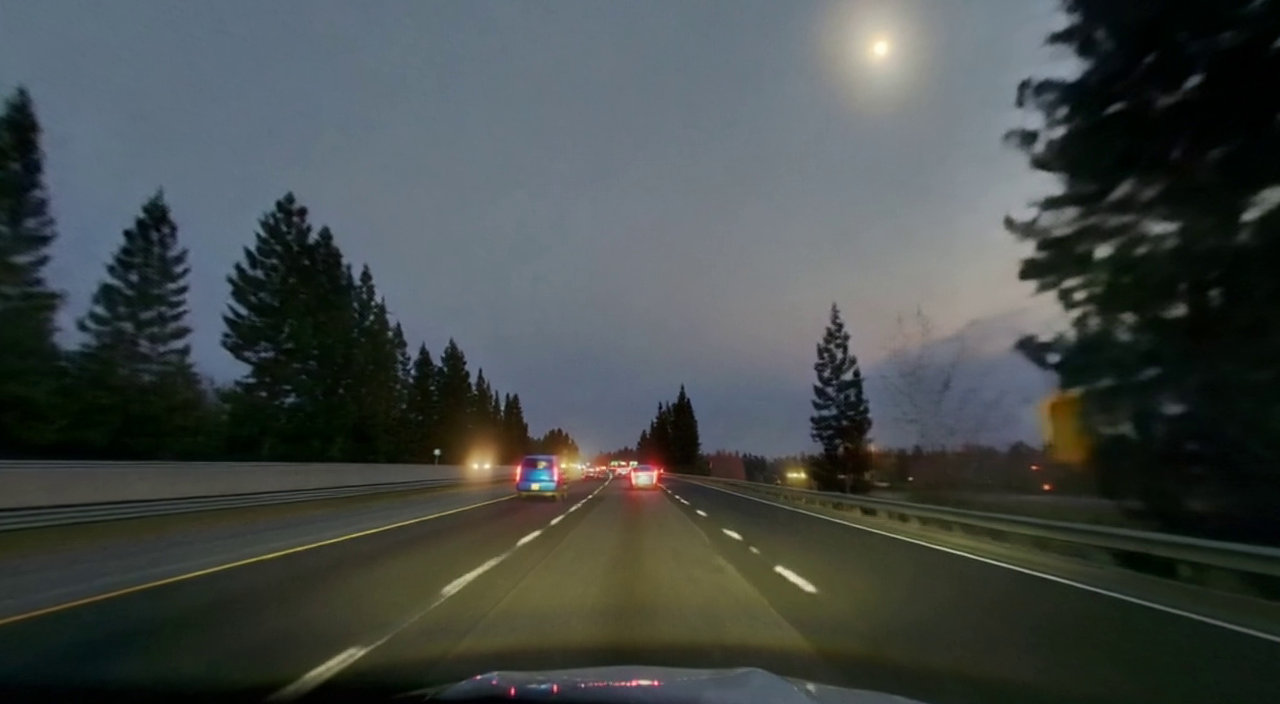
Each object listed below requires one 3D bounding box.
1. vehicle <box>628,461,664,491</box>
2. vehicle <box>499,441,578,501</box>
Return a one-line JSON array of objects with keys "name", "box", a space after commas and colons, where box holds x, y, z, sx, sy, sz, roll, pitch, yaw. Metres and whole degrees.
[{"name": "vehicle", "box": [0.304, 7.044, 35.930, 1.905, 1.559, 3.491, 1, -10, -2]}, {"name": "vehicle", "box": [-3.901, 4.717, 25.163, 2.237, 2.113, 4.815, 0, -10, 1]}]
